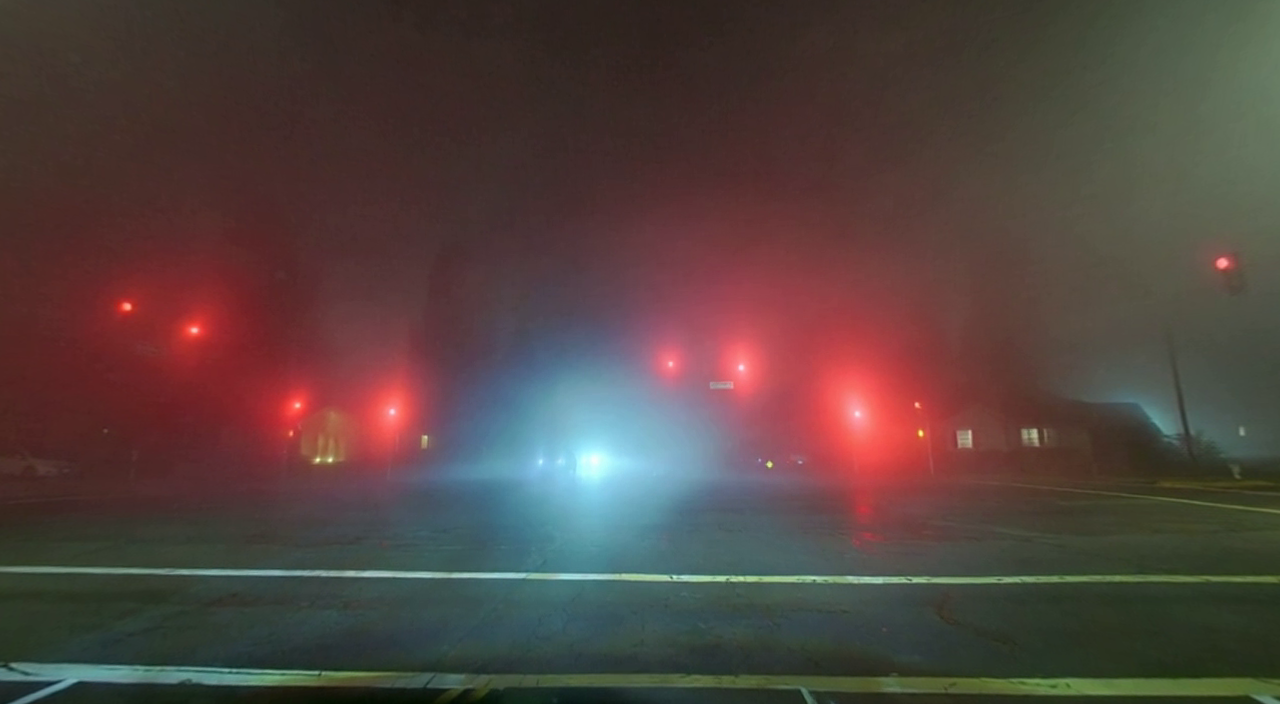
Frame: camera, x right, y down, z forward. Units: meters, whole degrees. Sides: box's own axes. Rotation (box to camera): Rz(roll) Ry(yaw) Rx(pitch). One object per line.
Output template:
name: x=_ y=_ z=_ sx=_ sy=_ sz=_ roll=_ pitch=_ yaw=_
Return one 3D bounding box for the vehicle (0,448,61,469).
vehicle: x=-44.294 y=7.615 z=45.193 sx=3.949 sy=1.422 sz=1.744 roll=0 pitch=-9 yaw=1

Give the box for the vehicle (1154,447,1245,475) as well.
vehicle: x=36.775 y=7.157 z=41.707 sx=1.853 sy=1.723 sz=4.460 roll=0 pitch=-9 yaw=0
